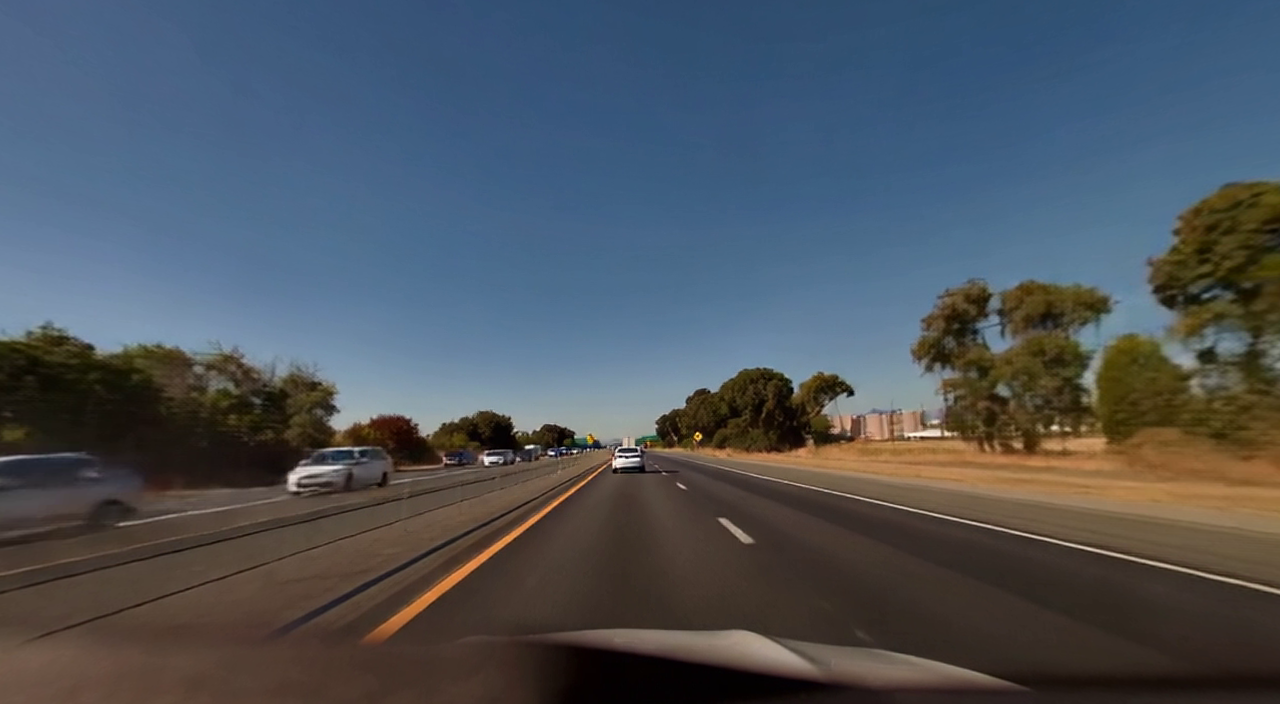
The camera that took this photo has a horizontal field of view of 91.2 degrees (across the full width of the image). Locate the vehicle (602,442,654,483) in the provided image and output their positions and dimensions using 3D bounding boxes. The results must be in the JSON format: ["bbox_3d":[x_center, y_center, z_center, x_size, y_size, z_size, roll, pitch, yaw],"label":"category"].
[{"bbox_3d":[-0.485,4.543,26.062,1.971,1.518,4.108,0,-9,-1],"label":"vehicle"}]

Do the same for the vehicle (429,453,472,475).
[{"bbox_3d":[-14.150,8.378,47.013,1.892,1.533,4.532,0,-9,-1],"label":"vehicle"}]

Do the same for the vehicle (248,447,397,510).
[{"bbox_3d":[-8.753,3.480,17.783,1.970,1.549,4.299,0,-9,0],"label":"vehicle"}]

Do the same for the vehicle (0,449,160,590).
[{"bbox_3d":[-7.787,1.799,6.717,1.917,1.483,4.289,0,-9,-1],"label":"vehicle"}]

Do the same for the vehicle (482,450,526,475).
[{"bbox_3d":[-8.605,7.008,39.967,1.908,1.499,4.040,0,-9,-1],"label":"vehicle"}]
